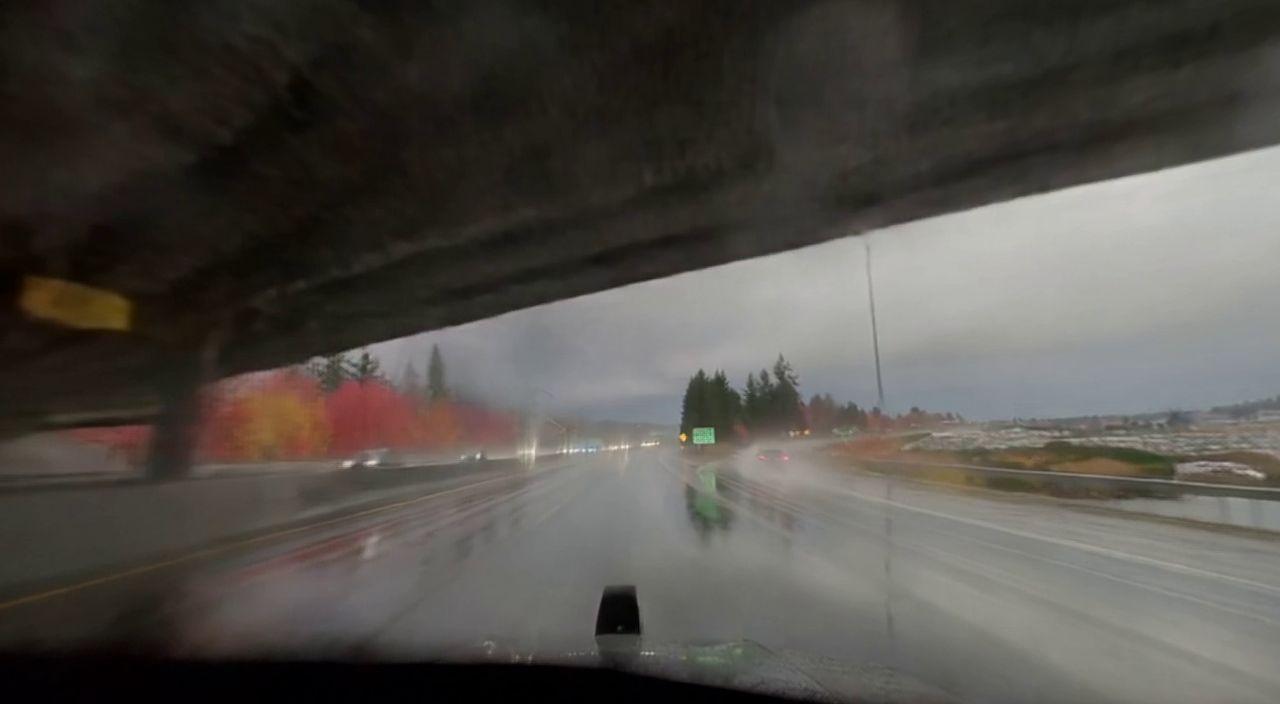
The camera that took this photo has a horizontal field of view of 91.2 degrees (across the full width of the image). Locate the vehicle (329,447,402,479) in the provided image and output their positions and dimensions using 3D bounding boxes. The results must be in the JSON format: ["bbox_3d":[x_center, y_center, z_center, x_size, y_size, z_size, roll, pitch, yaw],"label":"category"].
[{"bbox_3d":[-15.821,6.398,36.449,1.965,1.670,4.881,-1,-9,1],"label":"vehicle"}]
